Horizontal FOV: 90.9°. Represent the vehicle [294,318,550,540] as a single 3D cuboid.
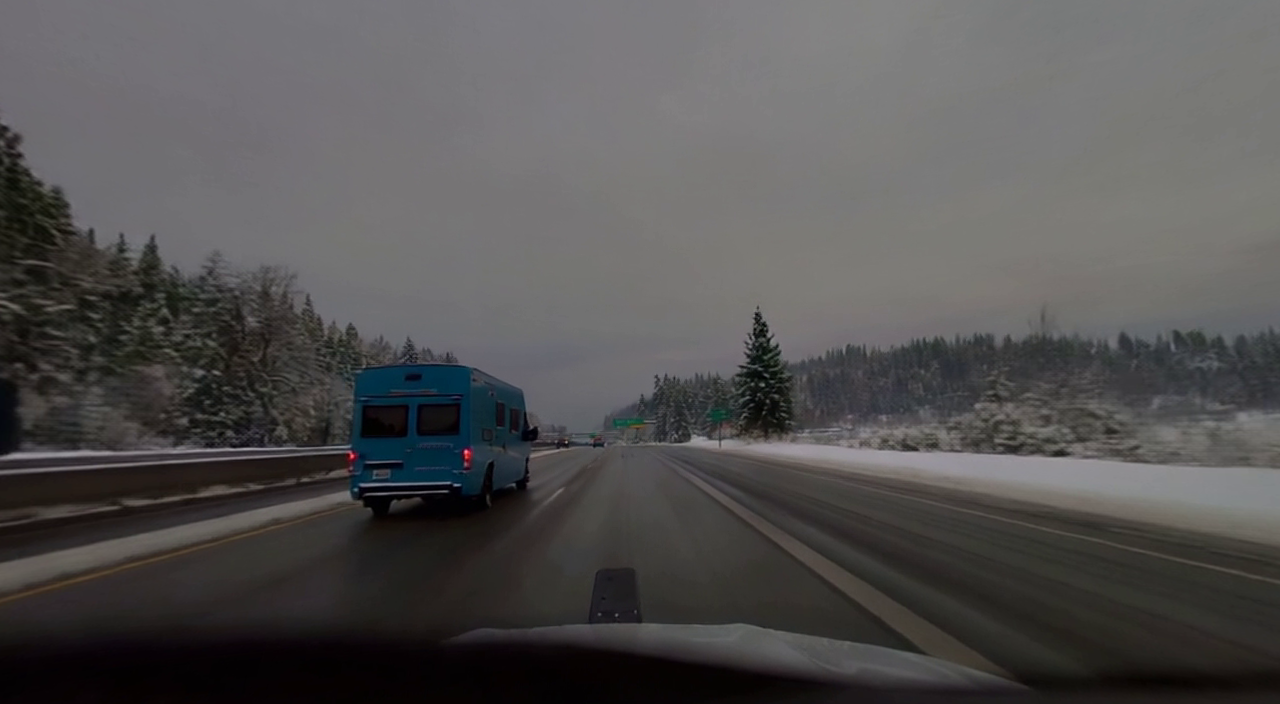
[{"bbox_3d":[-3.823,1.580,13.234,2.676,3.269,7.388,-2,-7,1],"label":"vehicle"}]
